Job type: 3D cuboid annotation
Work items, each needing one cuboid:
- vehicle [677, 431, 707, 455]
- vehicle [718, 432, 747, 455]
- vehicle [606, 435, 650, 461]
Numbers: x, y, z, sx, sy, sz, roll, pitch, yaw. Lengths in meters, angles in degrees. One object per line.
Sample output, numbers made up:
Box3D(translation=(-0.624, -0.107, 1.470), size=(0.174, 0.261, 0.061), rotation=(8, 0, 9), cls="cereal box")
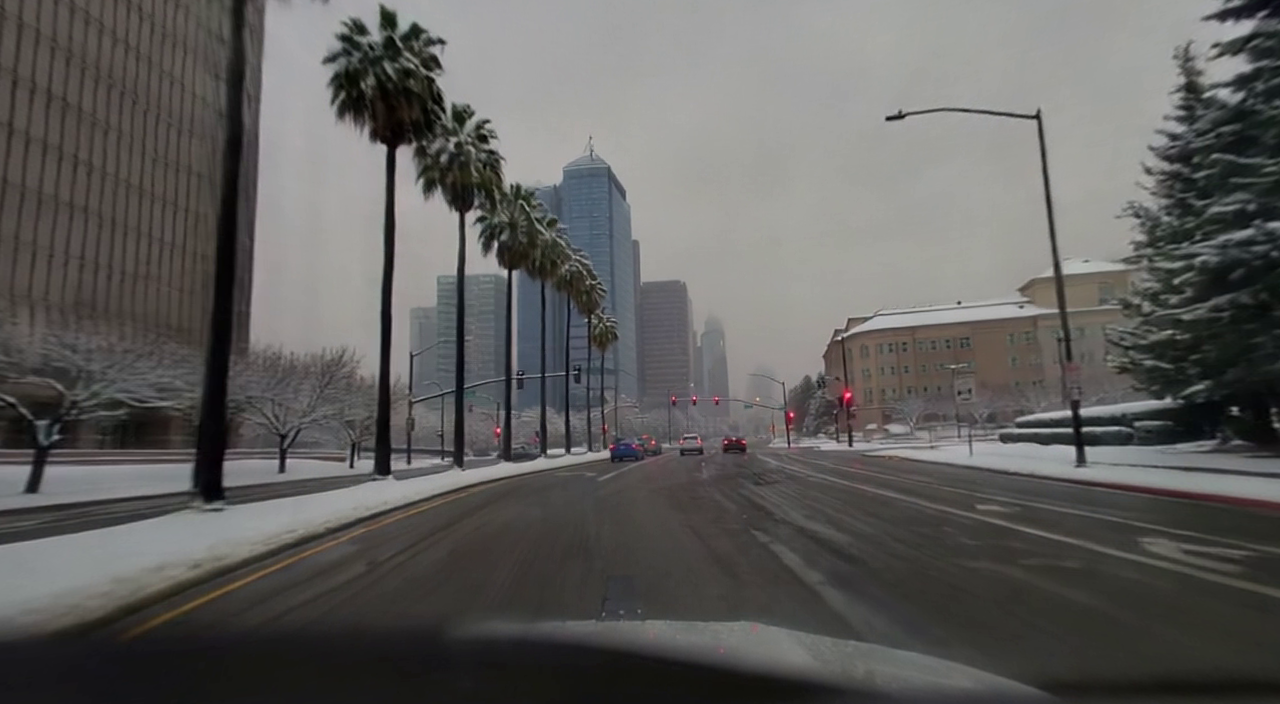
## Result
Box3D(translation=(4.045, 7.053, 48.754), size=(2.060, 1.730, 4.257), rotation=(-1, -8, 8), cls="vehicle")
Box3D(translation=(6.789, 6.778, 46.707), size=(1.936, 1.567, 3.896), rotation=(-1, -8, 6), cls="vehicle")
Box3D(translation=(-0.637, 5.880, 38.707), size=(1.962, 1.480, 4.605), rotation=(-1, -8, 8), cls="vehicle")
